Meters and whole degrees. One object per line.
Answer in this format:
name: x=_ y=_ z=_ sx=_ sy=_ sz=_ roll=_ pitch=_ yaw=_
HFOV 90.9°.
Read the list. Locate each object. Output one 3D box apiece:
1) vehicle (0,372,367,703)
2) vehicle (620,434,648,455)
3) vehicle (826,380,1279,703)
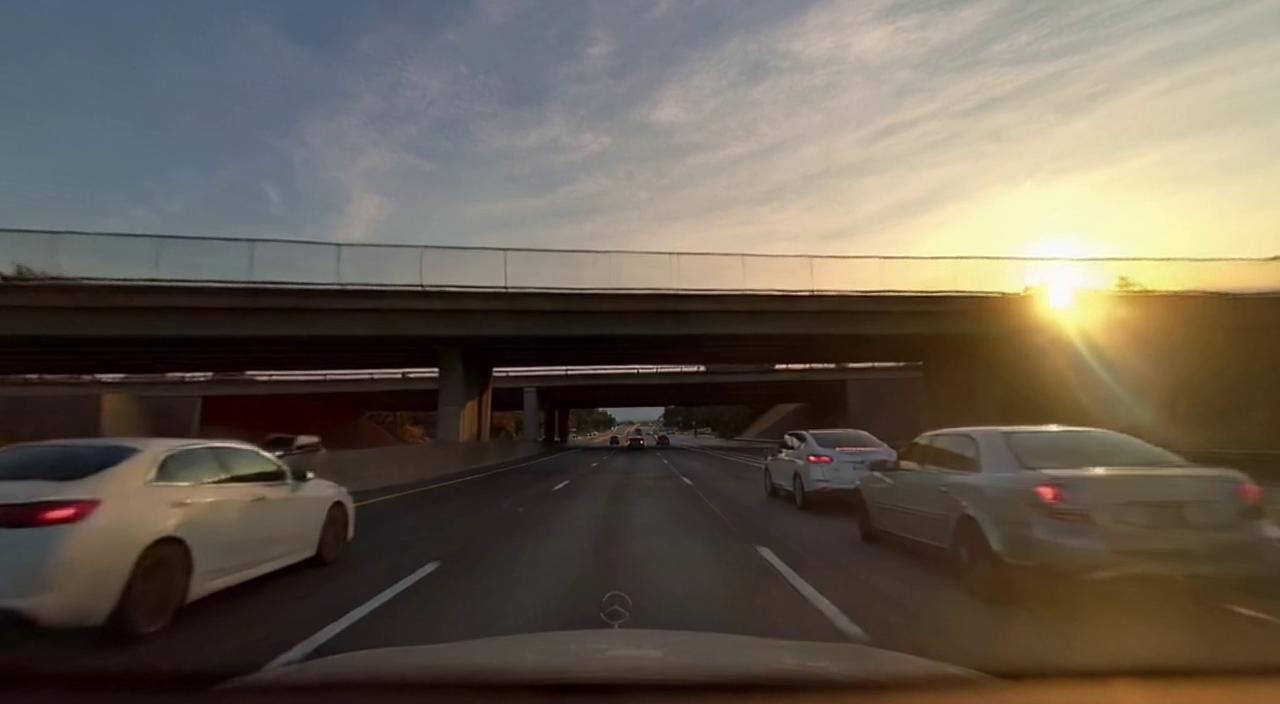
vehicle: x=-3.519 y=1.019 z=3.402 sx=1.993 sy=1.629 sz=4.674 roll=0 pitch=-8 yaw=0
vehicle: x=-0.435 y=7.247 z=49.452 sx=2.103 sy=1.512 sz=4.155 roll=0 pitch=-8 yaw=-1
vehicle: x=3.427 y=1.265 z=5.056 sx=2.240 sy=1.646 sz=4.949 roll=0 pitch=-8 yaw=-1
